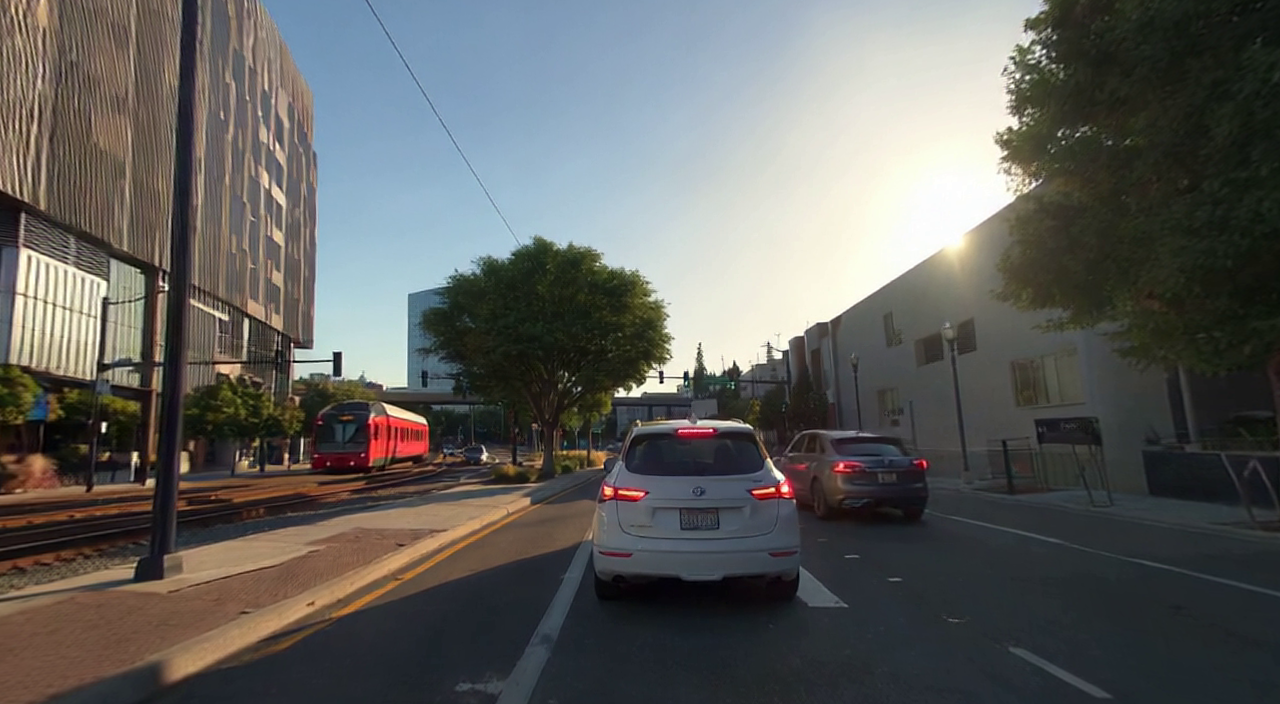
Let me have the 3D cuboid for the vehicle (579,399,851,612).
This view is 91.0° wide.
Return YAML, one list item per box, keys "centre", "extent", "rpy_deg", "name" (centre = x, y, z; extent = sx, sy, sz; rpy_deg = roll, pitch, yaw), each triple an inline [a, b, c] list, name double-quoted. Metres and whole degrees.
- centre: [0.489, 1.537, 7.172]
  extent: [2.190, 1.684, 4.084]
  rpy_deg: [0, -9, -3]
  name: "vehicle"

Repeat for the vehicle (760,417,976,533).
- centre: [3.870, 2.200, 11.832]
  extent: [2.212, 1.709, 4.715]
  rpy_deg: [0, -9, -1]
  name: "vehicle"
